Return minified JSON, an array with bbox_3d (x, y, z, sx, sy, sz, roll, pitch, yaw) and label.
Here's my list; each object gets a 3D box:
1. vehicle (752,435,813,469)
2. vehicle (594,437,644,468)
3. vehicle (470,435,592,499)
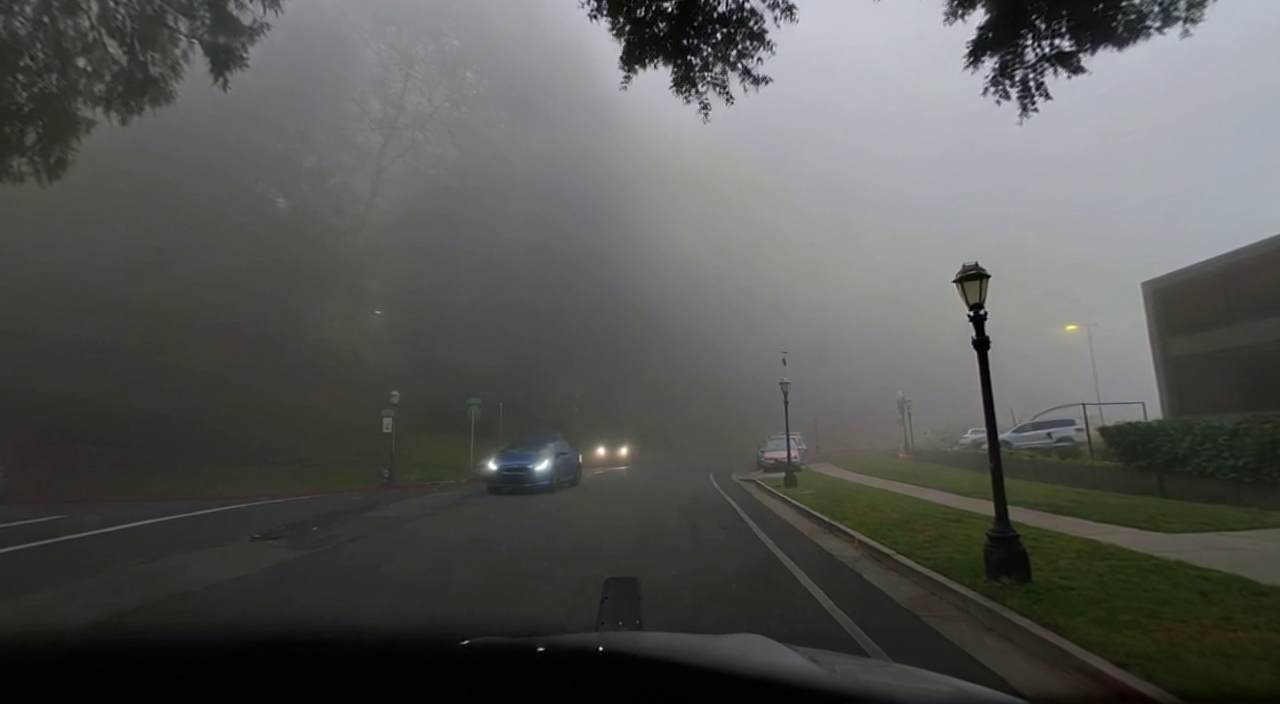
[{"bbox_3d":[6.663,4.737,30.037,1.918,1.461,4.419,0,-8,1],"label":"vehicle"},{"bbox_3d":[-1.107,5.658,35.713,2.110,1.651,4.410,-1,-9,7],"label":"vehicle"},{"bbox_3d":[-2.799,3.101,17.493,2.056,1.508,4.596,-1,-9,7],"label":"vehicle"}]
